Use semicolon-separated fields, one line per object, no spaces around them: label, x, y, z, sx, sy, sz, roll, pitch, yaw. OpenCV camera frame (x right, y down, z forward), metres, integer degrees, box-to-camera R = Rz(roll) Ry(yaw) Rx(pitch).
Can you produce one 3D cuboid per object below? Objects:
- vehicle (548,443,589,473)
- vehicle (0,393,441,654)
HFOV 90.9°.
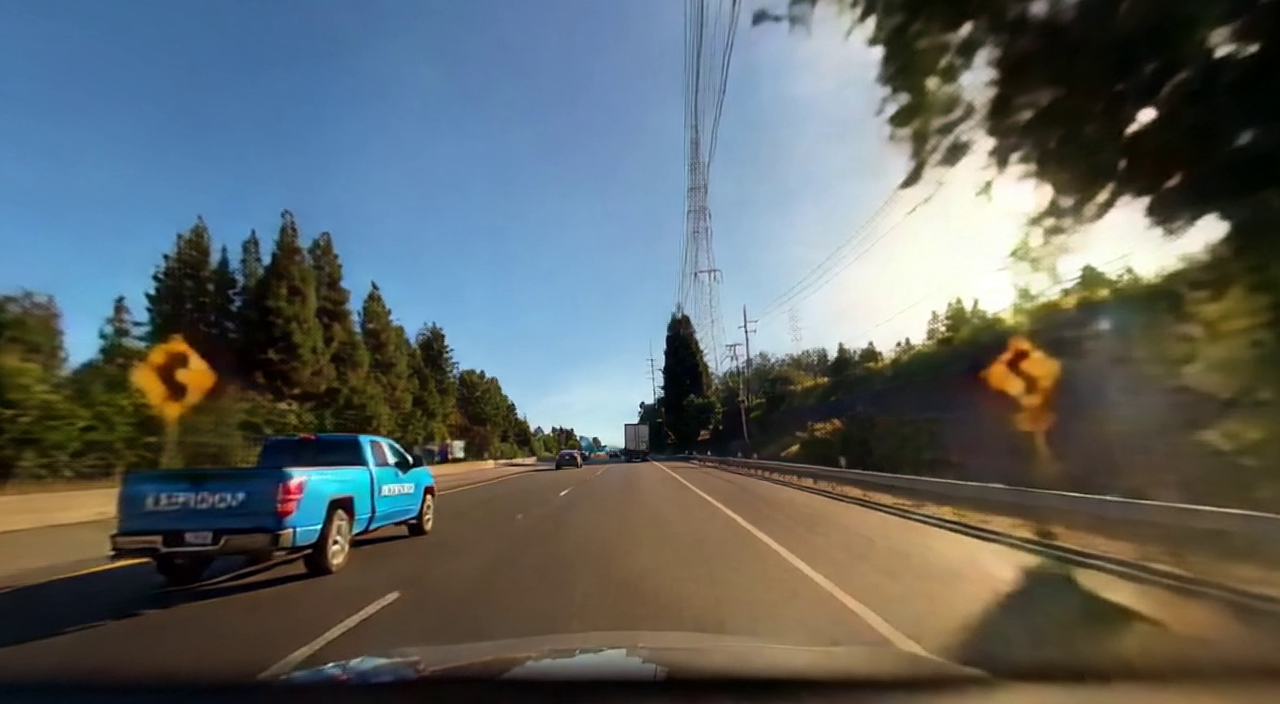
vehicle;-4.443;6.663;39.771;2.111;1.735;4.066;0;-9;0
vehicle;-3.981;1.497;6.707;2.049;1.697;4.998;0;-9;0
